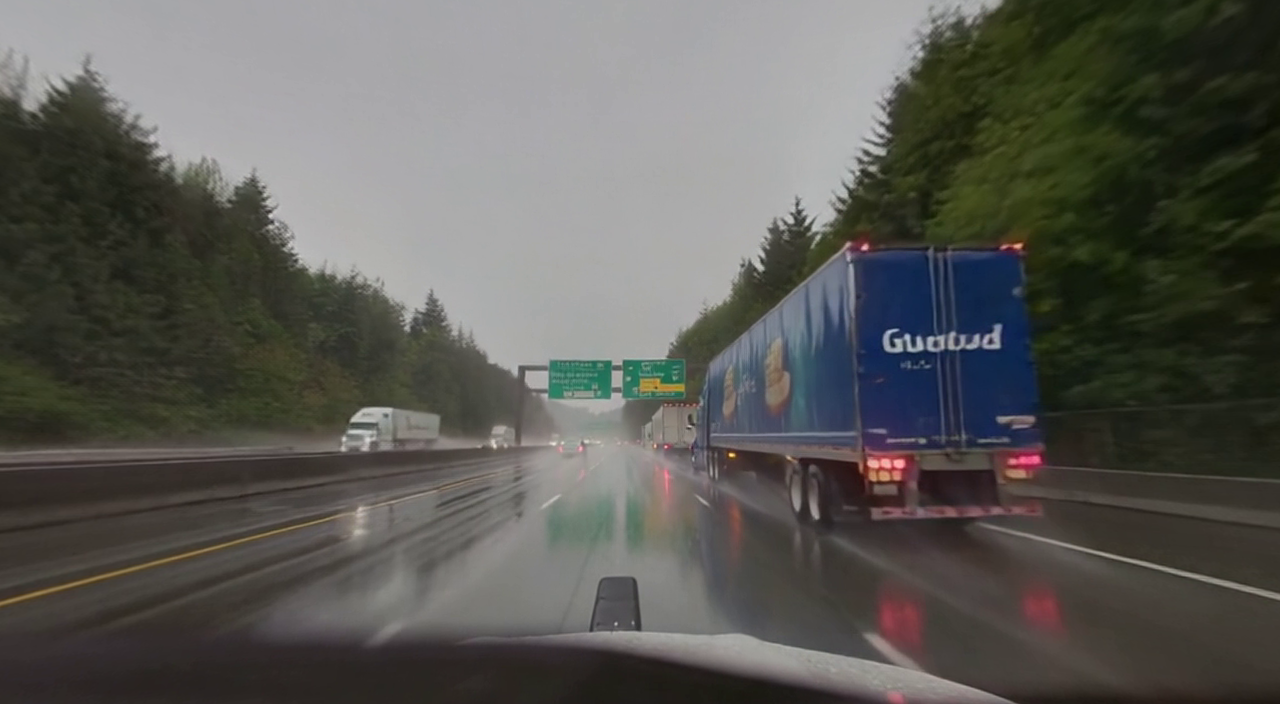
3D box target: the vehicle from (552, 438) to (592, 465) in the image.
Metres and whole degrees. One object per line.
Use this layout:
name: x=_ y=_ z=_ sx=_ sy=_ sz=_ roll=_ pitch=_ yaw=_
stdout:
vehicle: x=-4.330 y=6.414 z=40.900 sx=2.206 sy=1.644 sz=4.027 roll=0 pitch=-8 yaw=-1

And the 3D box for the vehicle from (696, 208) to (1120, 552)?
vehicle: x=3.630 y=1.216 z=14.096 sx=3.116 sy=3.992 sz=13.748 roll=0 pitch=-8 yaw=-2

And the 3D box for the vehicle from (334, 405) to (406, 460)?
vehicle: x=-21.172 y=6.394 z=49.736 sx=3.025 sy=4.066 sz=6.003 roll=0 pitch=-8 yaw=-1

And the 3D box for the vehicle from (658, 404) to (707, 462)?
vehicle: x=3.064 y=6.401 z=48.596 sx=3.085 sy=4.062 sz=8.965 roll=0 pitch=-9 yaw=0
